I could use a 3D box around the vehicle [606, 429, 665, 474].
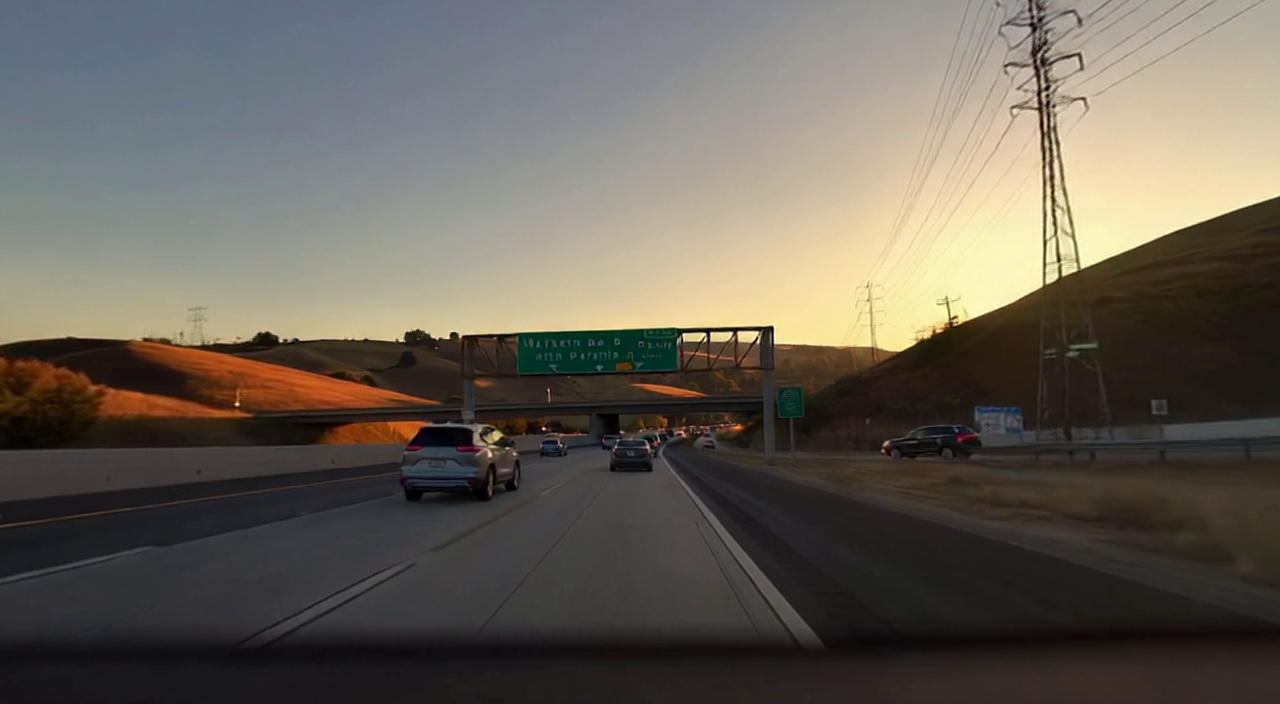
[{"bbox_3d":[-0.090,4.042,25.706,2.193,1.651,3.946,-1,-9,3],"label":"vehicle"}]

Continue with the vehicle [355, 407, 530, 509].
[{"bbox_3d":[-4.032,2.307,14.005,2.228,1.845,4.847,0,-9,1],"label":"vehicle"}]

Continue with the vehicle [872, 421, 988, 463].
[{"bbox_3d":[19.228,6.076,42.323,2.571,2.571,6.876,4,-10,-25],"label":"vehicle"}]
